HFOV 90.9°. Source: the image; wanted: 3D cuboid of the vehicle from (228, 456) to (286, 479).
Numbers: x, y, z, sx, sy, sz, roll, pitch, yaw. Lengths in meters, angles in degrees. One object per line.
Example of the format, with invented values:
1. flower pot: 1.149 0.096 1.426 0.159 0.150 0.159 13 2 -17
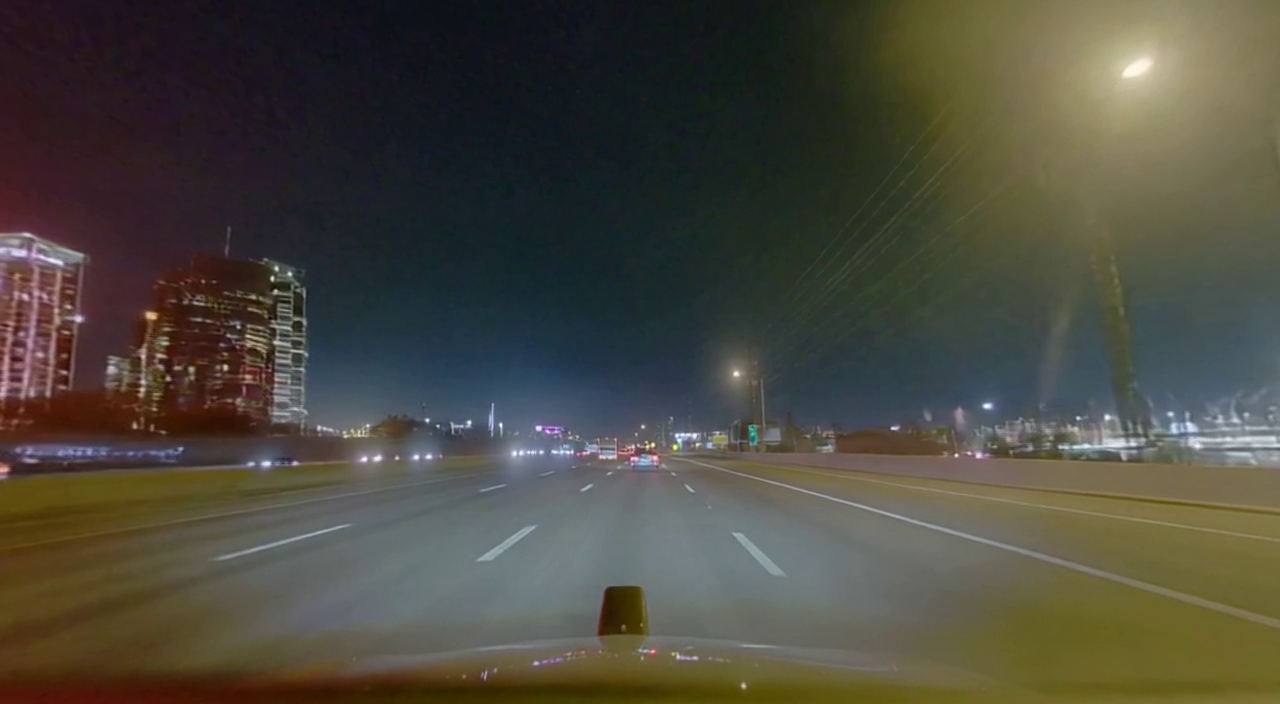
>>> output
1. vehicle: -23.721 7.141 39.147 1.460 1.329 3.273 0 -8 1

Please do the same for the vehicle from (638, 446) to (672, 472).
1. vehicle: 0.835 6.396 37.991 1.891 1.444 3.968 0 -8 -1
